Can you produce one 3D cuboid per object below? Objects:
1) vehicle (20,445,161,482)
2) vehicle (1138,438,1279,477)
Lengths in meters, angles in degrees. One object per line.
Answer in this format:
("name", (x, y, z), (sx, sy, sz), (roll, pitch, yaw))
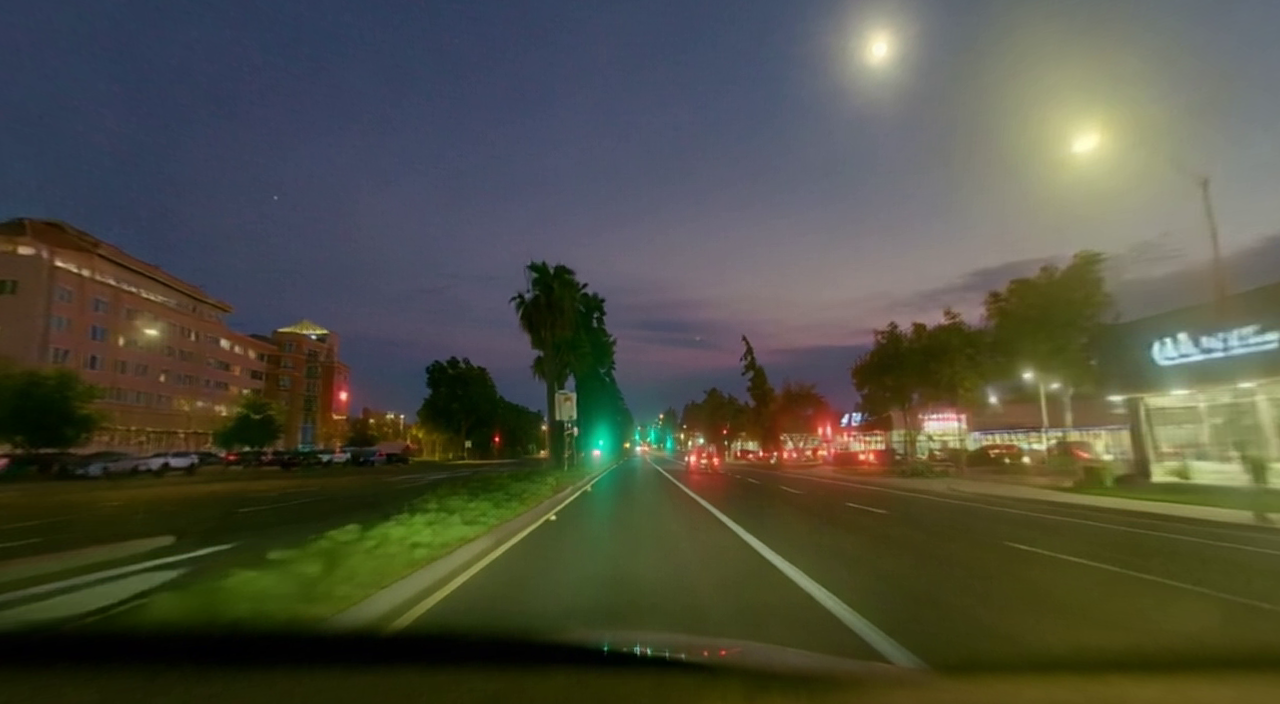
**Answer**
("vehicle", (-30.627, 6.212, 35.240), (5.493, 1.979, 2.437), (0, -9, -2))
("vehicle", (24.177, 4.494, 26.970), (1.881, 1.509, 4.448), (1, -8, -3))
